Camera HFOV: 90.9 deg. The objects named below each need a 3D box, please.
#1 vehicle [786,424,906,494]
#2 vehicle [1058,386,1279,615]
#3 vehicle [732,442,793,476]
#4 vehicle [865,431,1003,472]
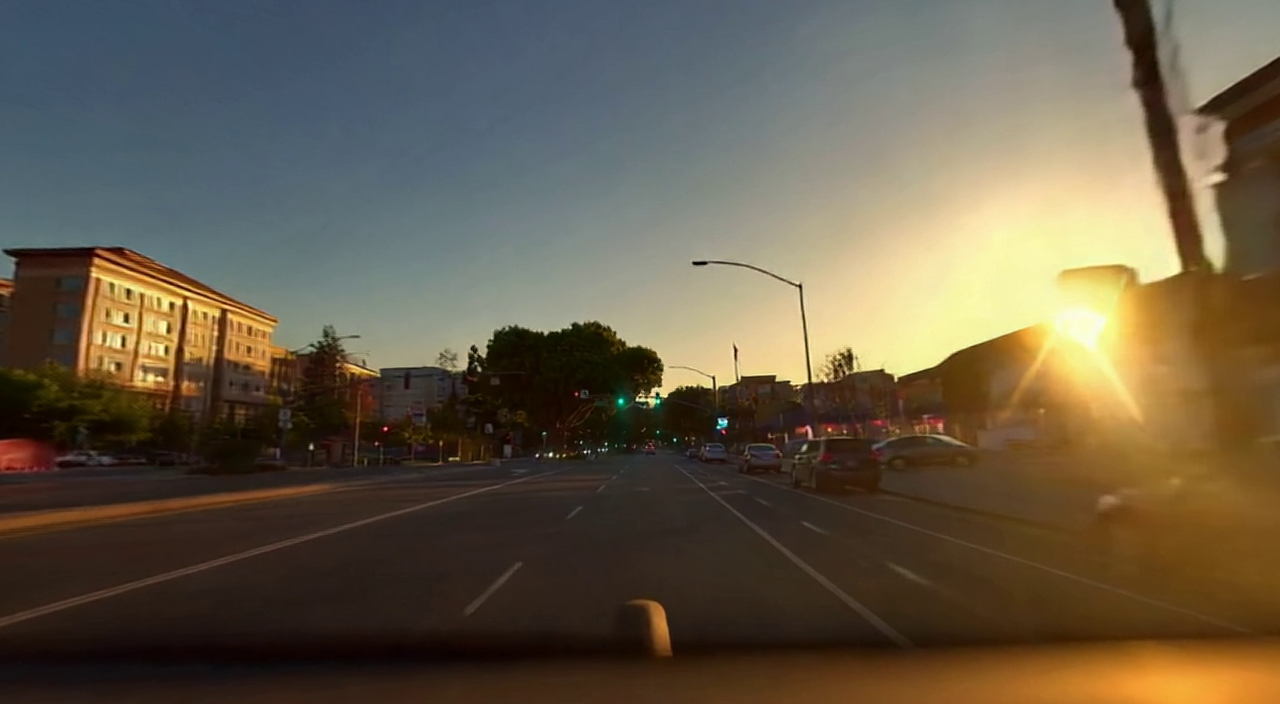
[{"bbox_3d":[5.990,3.204,19.065,1.931,1.814,4.870,0,-9,0],"label":"vehicle"},{"bbox_3d":[5.802,1.081,4.542,1.965,1.705,5.114,0,-9,-1],"label":"vehicle"},{"bbox_3d":[6.089,5.374,31.878,2.057,1.541,4.735,0,-9,-1],"label":"vehicle"},{"bbox_3d":[11.648,3.971,25.206,4.532,1.528,1.929,0,-8,2],"label":"vehicle"}]
